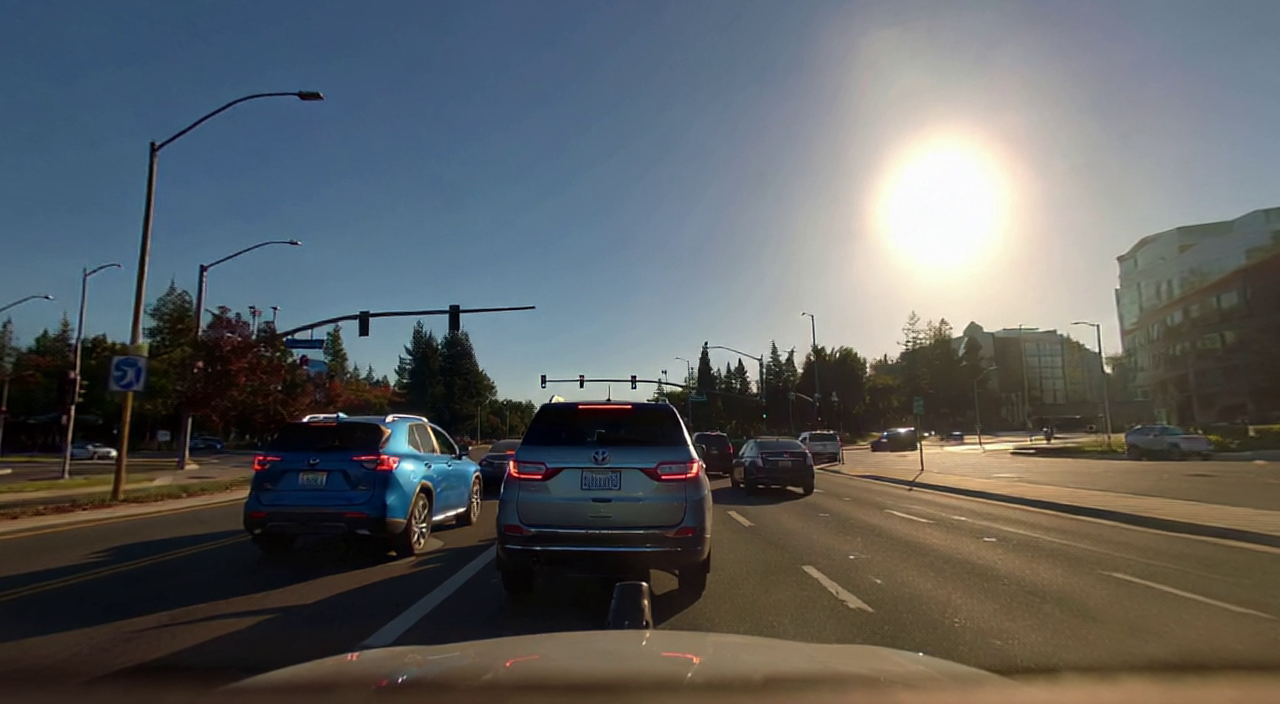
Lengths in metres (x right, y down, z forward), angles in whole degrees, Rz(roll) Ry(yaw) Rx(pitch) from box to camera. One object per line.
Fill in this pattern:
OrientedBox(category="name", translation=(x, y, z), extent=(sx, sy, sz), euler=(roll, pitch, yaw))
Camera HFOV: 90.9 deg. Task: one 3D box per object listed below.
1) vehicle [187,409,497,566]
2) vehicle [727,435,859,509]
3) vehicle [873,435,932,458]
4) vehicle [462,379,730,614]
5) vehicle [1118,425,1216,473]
OrientedBox(category="vehicle", translation=(-3.722, 1.789, 9.096), extent=(2.160, 1.666, 4.583), euler=(0, -8, 1))
OrientedBox(category="vehicle", translation=(3.450, 2.790, 15.145), extent=(2.121, 1.494, 4.208), euler=(0, -8, 0))
OrientedBox(category="vehicle", translation=(19.995, 7.207, 47.917), extent=(4.361, 1.653, 2.034), euler=(6, -10, -35))
OrientedBox(category="vehicle", translation=(-0.335, 1.433, 7.103), extent=(2.064, 1.817, 4.298), euler=(0, -8, 0))
OrientedBox(category="vehicle", translation=(19.277, 3.522, 23.001), extent=(4.215, 1.578, 1.892), euler=(7, -11, -39))
